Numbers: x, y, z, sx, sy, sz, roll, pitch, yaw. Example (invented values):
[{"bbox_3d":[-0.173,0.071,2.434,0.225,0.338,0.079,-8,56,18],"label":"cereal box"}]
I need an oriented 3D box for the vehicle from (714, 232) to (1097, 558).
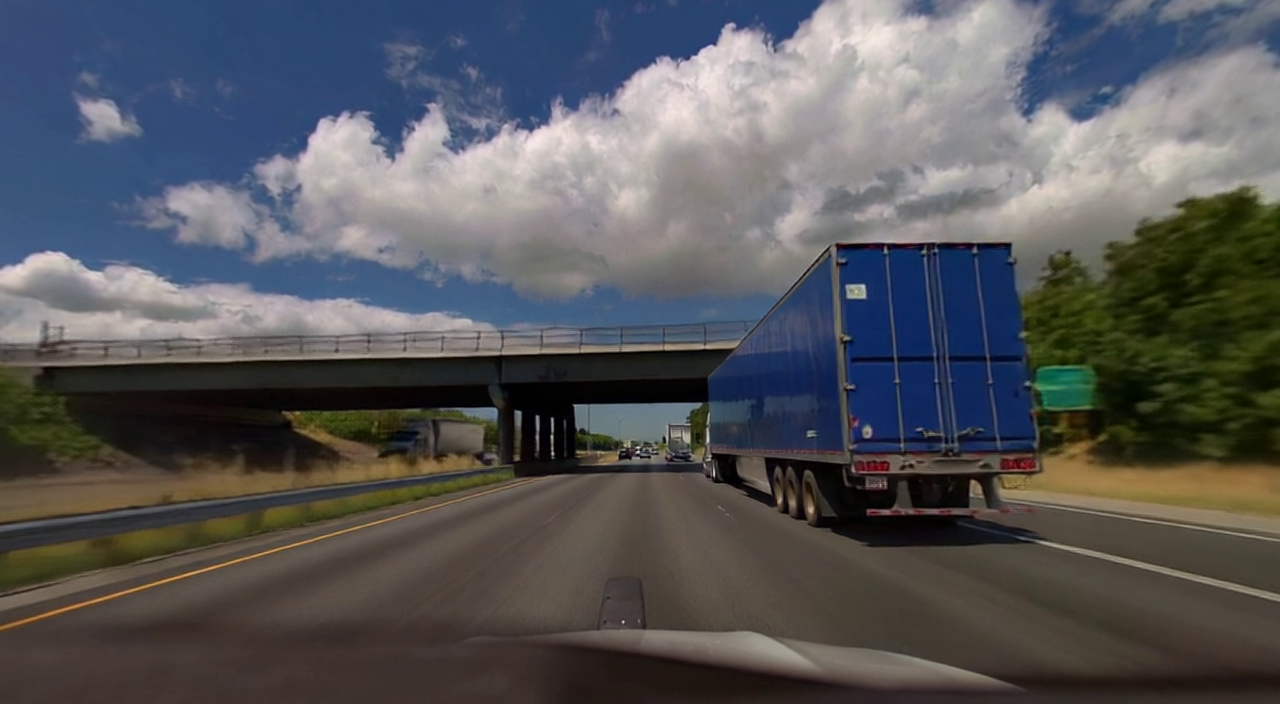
[{"bbox_3d":[4.030,1.554,14.847,2.825,4.054,14.210,0,-9,0],"label":"vehicle"}]
